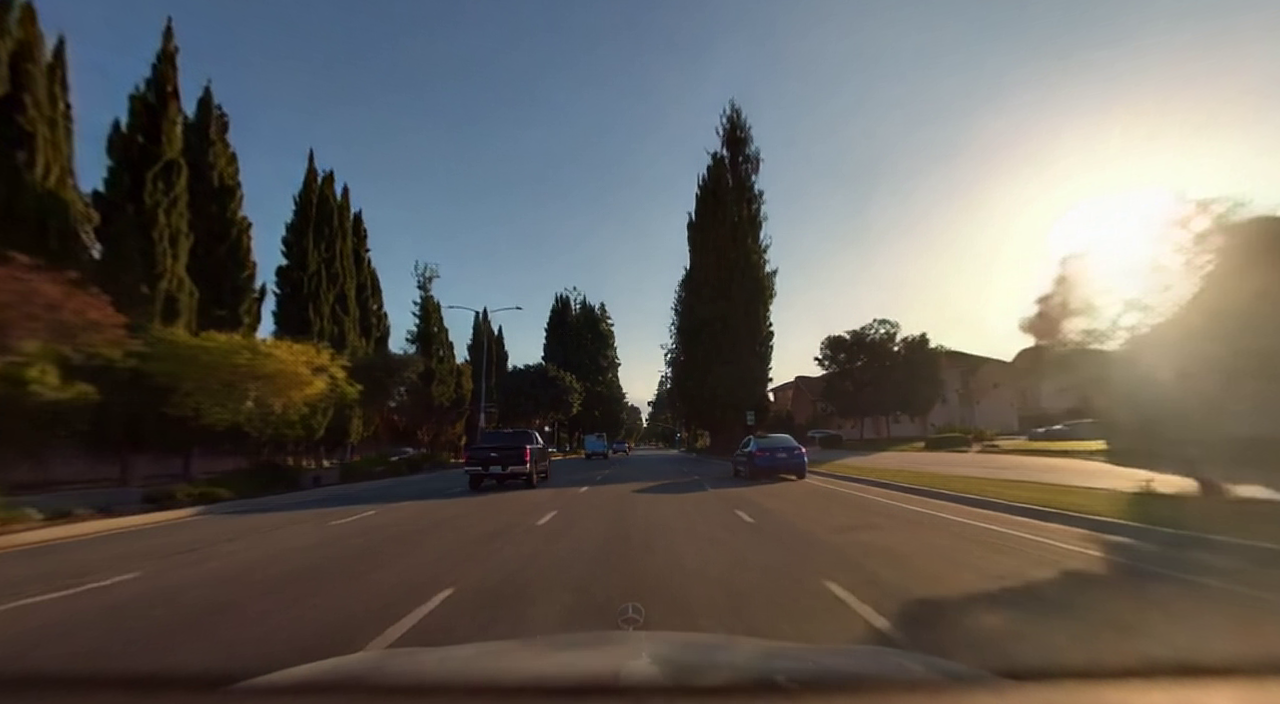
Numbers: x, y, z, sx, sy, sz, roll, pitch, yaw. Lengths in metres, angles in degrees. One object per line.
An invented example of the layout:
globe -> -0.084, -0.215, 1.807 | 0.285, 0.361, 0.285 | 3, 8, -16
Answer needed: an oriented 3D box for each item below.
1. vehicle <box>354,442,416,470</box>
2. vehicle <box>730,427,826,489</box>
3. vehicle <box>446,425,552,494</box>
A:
vehicle -> -17.060, 6.934, 42.409 | 2.059, 1.743, 4.779 | 0, -8, 1
vehicle -> 4.224, 3.338, 20.096 | 2.016, 1.736, 4.356 | 0, -8, 0
vehicle -> -3.941, 3.100, 18.487 | 2.002, 1.747, 4.728 | 0, -8, 0
